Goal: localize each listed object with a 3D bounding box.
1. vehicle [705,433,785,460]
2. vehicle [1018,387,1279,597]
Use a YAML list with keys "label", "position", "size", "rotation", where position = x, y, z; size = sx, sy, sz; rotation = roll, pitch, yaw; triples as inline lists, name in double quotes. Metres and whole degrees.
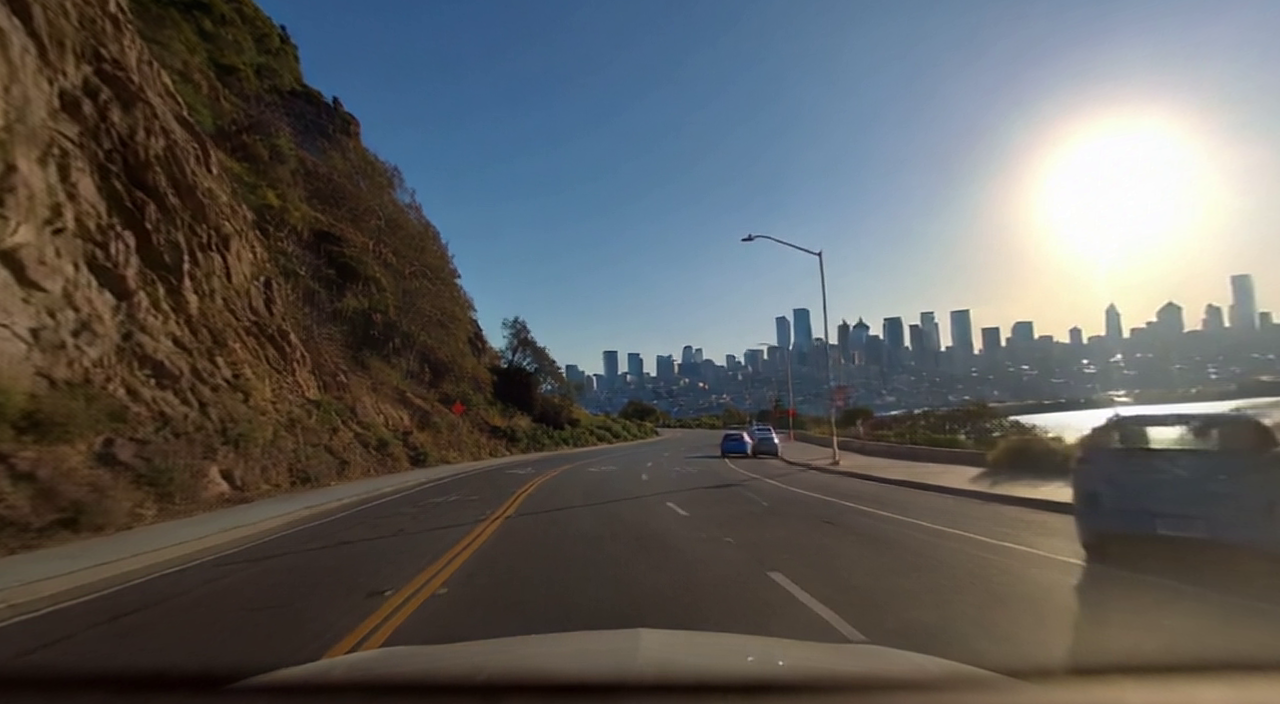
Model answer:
- label: "vehicle"
  position: [6.655, 5.911, 39.873]
  size: [4.963, 1.585, 2.155]
  rotation: [6, -10, -38]
- label: "vehicle"
  position: [6.247, 1.432, 7.186]
  size: [4.453, 1.667, 2.064]
  rotation: [8, -12, -43]
